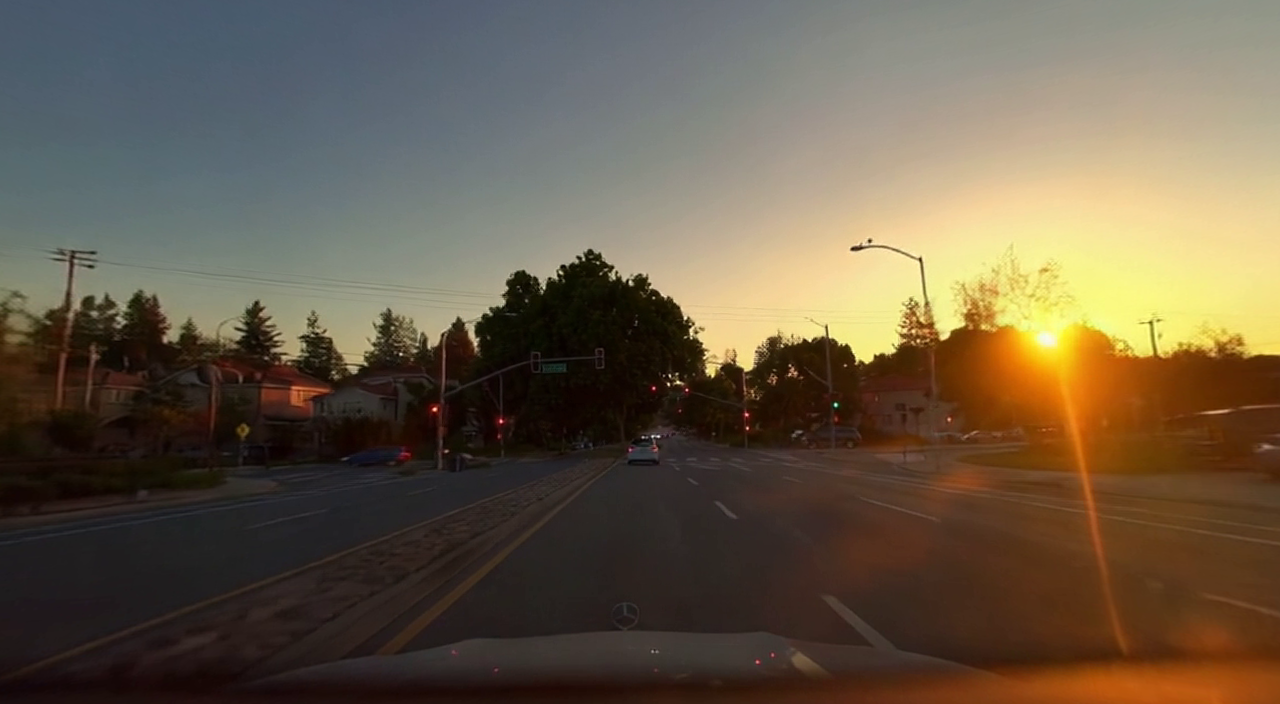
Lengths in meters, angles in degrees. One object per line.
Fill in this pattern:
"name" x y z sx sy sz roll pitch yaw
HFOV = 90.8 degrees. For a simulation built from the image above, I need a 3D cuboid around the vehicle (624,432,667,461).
"vehicle" 0.369 5.521 36.813 2.074 1.570 3.647 -1 -8 8
